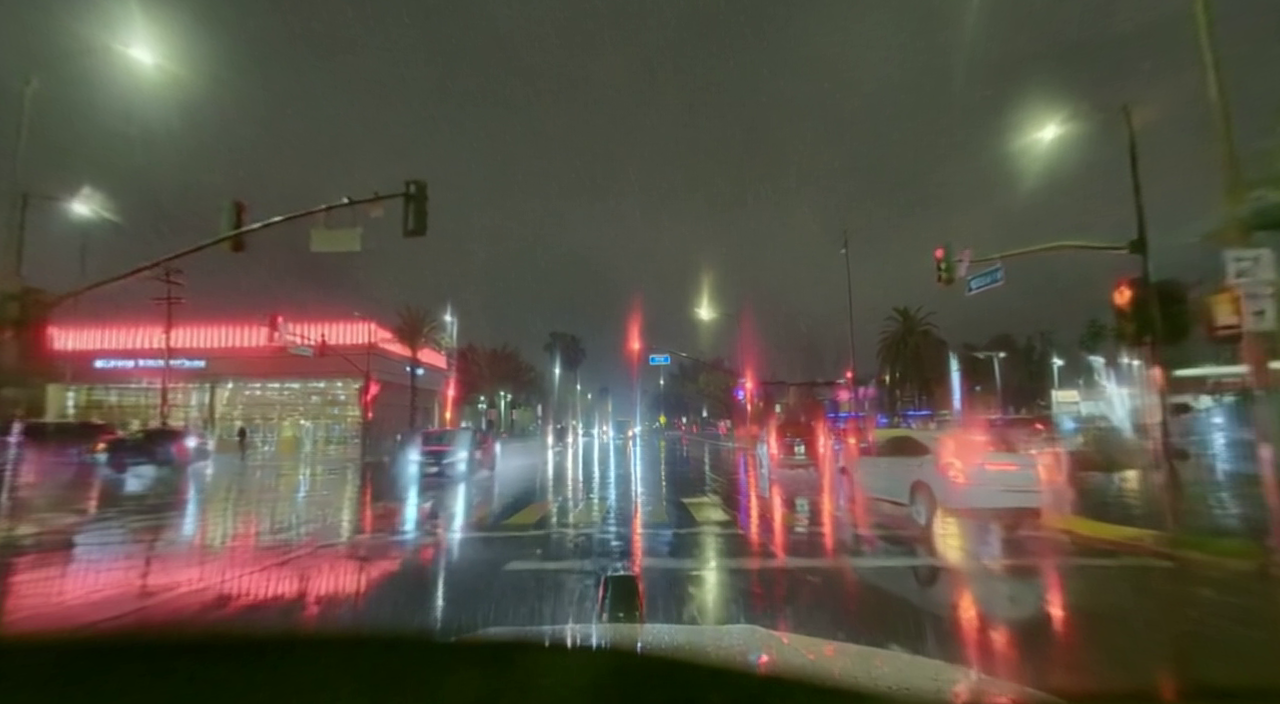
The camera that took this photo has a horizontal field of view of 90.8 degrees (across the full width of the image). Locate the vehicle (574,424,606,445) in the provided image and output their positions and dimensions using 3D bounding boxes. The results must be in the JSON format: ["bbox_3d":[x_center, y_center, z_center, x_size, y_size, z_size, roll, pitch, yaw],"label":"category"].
[{"bbox_3d":[-3.616,6.075,46.347,1.921,1.491,4.332,0,-8,1],"label":"vehicle"}]

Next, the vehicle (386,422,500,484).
[{"bbox_3d":[-5.874,3.076,19.475,2.040,1.670,4.508,0,-8,0],"label":"vehicle"}]

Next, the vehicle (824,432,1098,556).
[{"bbox_3d":[4.511,2.034,9.915,1.963,1.449,4.653,0,-8,2],"label":"vehicle"}]

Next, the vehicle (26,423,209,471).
[{"bbox_3d":[-20.876,3.834,25.394,5.674,1.804,2.190,-1,-8,6],"label":"vehicle"}]

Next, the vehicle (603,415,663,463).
[{"bbox_3d":[-0.312,3.631,26.318,2.264,1.798,4.531,0,-8,-1],"label":"vehicle"}]

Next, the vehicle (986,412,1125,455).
[{"bbox_3d":[17.020,3.369,26.076,4.304,1.685,1.947,0,-8,1],"label":"vehicle"}]

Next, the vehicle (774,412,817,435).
[{"bbox_3d":[11.433,5.326,46.779,1.899,1.550,4.531,-1,-8,-1],"label":"vehicle"}]

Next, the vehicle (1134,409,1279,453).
[{"bbox_3d":[23.730,3.318,26.339,4.466,1.740,2.021,0,-8,0],"label":"vehicle"}]
